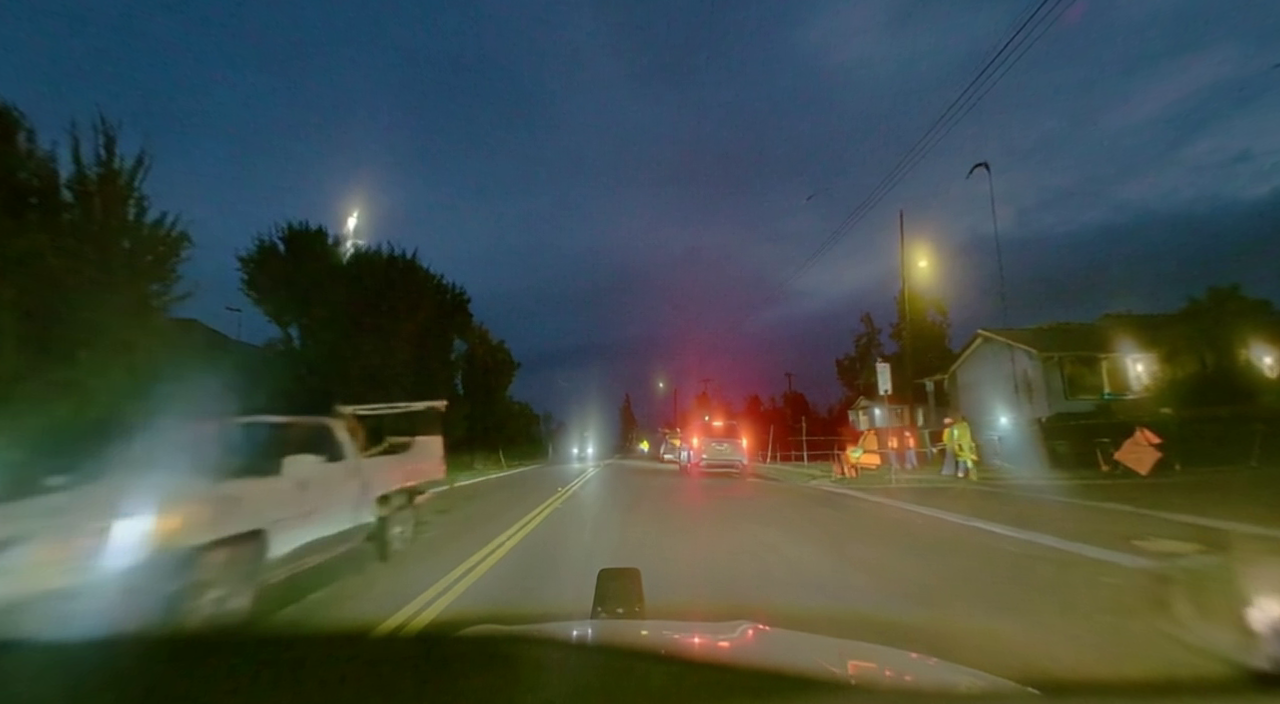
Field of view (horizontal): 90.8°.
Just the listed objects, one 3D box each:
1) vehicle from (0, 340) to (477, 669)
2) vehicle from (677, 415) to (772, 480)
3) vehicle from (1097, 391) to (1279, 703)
[{"bbox_3d":[-3.570,1.289,6.591,2.358,1.921,5.675,0,-8,-2],"label":"vehicle"},{"bbox_3d":[2.935,3.588,23.845,2.759,2.114,6.152,0,-8,0],"label":"vehicle"},{"bbox_3d":[3.134,0.632,0.415,2.006,1.482,4.722,0,-8,-2],"label":"vehicle"}]
